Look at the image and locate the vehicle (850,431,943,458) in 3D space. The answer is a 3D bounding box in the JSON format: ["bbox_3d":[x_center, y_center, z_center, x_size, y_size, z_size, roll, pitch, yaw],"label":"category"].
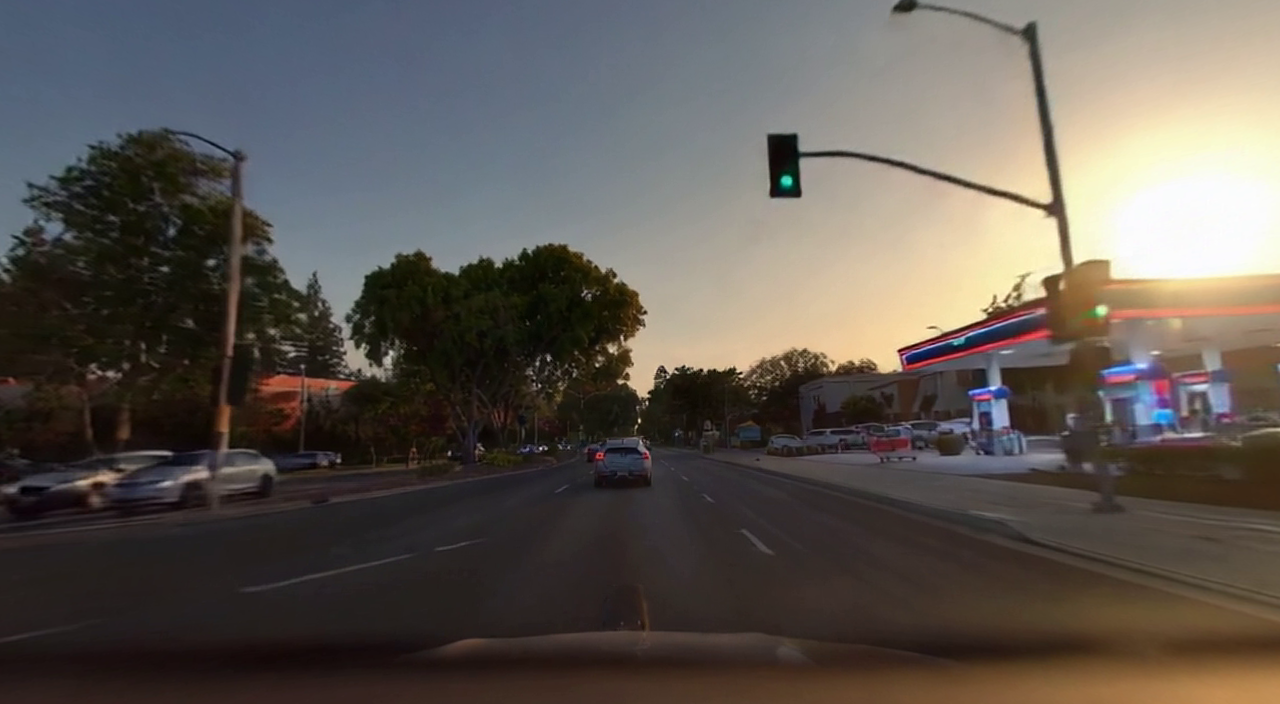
[{"bbox_3d":[15.751,5.695,38.836,4.812,1.549,2.015,-1,-9,-1],"label":"vehicle"}]

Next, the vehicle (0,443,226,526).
[{"bbox_3d":[-12.340,3.005,14.963,1.994,1.647,4.331,0,-8,0],"label":"vehicle"}]

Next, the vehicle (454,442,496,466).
[{"bbox_3d":[-12.521,7.740,47.957,1.943,1.668,4.331,0,-8,1],"label":"vehicle"}]

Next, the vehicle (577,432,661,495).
[{"bbox_3d":[-0.512,3.029,17.519,2.062,1.519,4.214,0,-8,0],"label":"vehicle"}]

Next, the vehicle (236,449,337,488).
[{"bbox_3d":[-15.724,5.163,28.337,1.885,1.561,4.473,0,-8,1],"label":"vehicle"}]
